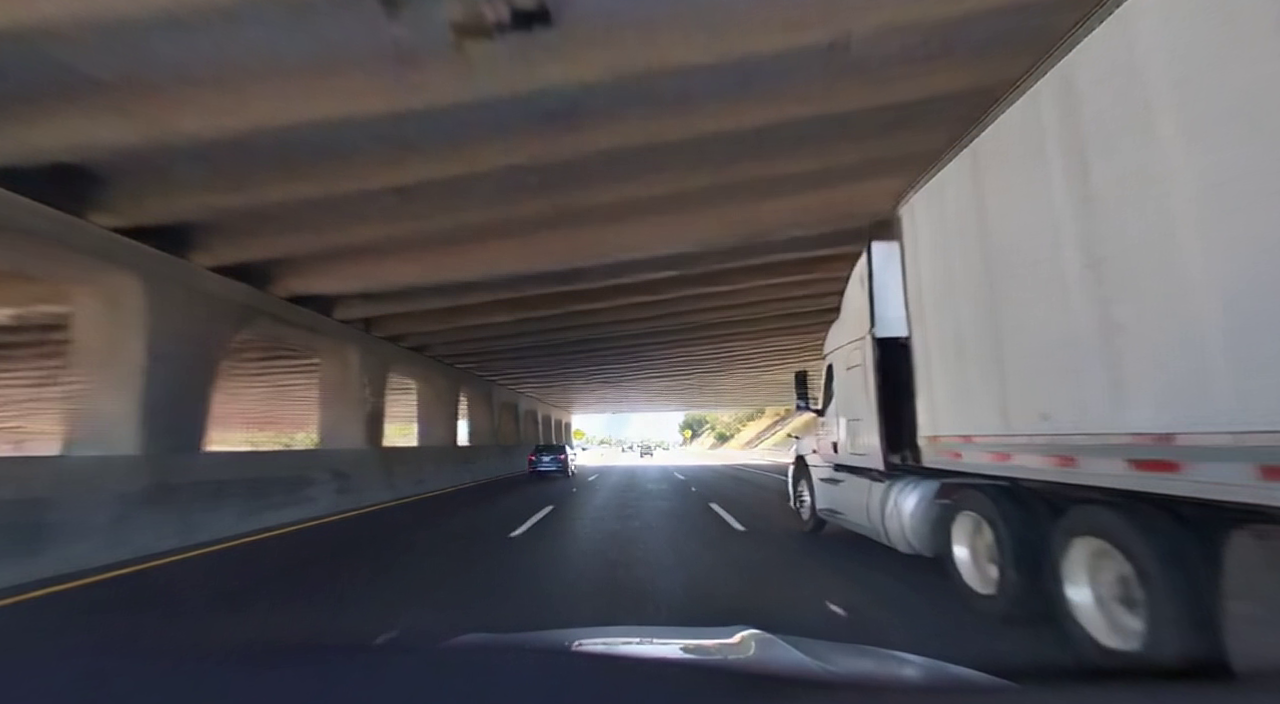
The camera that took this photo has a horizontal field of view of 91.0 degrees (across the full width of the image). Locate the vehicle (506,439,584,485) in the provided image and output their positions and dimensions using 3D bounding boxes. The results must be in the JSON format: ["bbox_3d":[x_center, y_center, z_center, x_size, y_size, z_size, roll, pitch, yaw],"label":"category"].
[{"bbox_3d":[-3.486,4.135,24.046,2.276,1.551,4.484,0,-8,1],"label":"vehicle"}]

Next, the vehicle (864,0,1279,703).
[{"bbox_3d":[3.716,0.033,3.778,3.188,3.556,3.732,0,-8,-1],"label":"vehicle"}]
